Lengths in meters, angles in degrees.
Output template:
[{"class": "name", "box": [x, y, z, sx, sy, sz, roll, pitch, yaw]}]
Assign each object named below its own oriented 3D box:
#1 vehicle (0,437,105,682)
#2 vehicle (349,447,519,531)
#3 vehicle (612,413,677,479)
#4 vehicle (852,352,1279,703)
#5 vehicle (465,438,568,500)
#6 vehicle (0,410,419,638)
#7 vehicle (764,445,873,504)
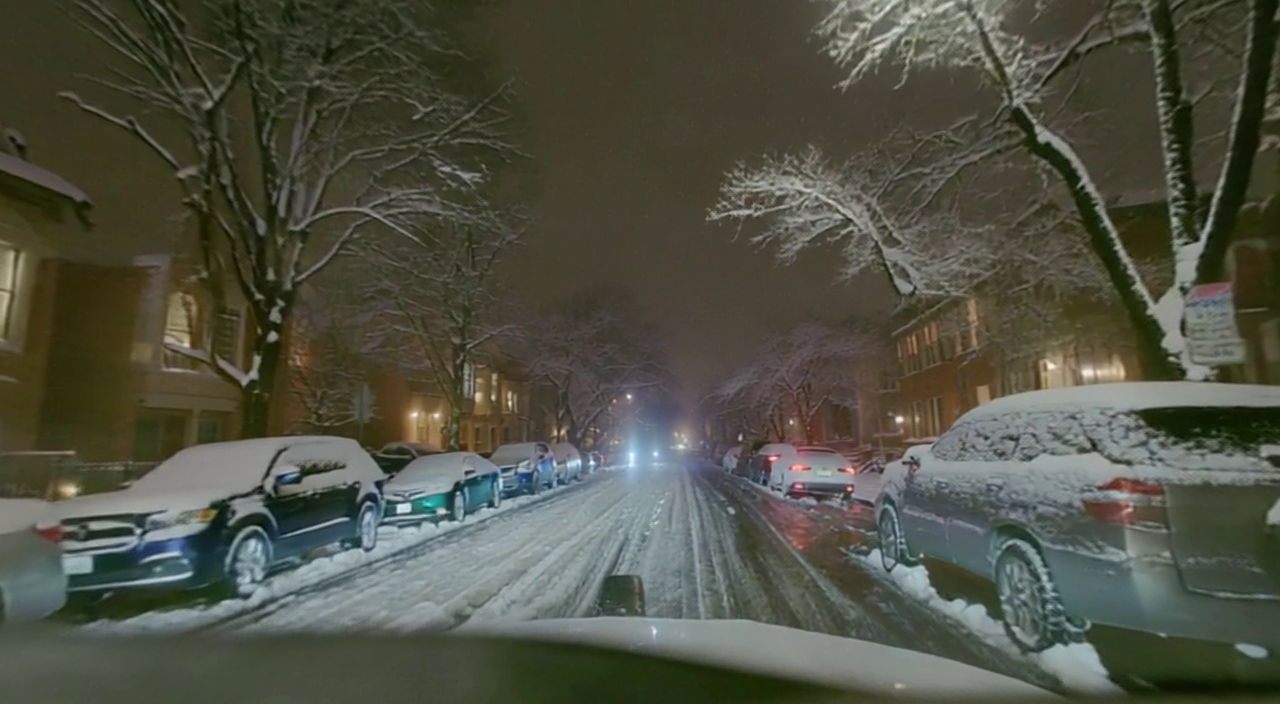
[{"class": "vehicle", "box": [-4.974, 1.074, 2.430, 1.855, 1.510, 4.406, 0, -8, 2]}, {"class": "vehicle", "box": [-4.211, 2.856, 13.899, 1.861, 1.474, 4.749, -1, -8, 4]}, {"class": "vehicle", "box": [0.396, 4.695, 31.639, 2.716, 2.887, 6.781, -1, -8, 5]}, {"class": "vehicle", "box": [3.731, 1.286, 5.585, 2.182, 1.900, 4.779, 0, -8, 2]}, {"class": "vehicle", "box": [-3.877, 3.776, 20.965, 2.002, 1.781, 5.380, -1, -8, 4]}, {"class": "vehicle", "box": [-4.749, 1.757, 7.673, 2.203, 1.815, 4.972, 0, -8, 1]}, {"class": "vehicle", "box": [4.917, 3.404, 18.047, 1.813, 1.468, 4.267, 0, -8, 0]}]
